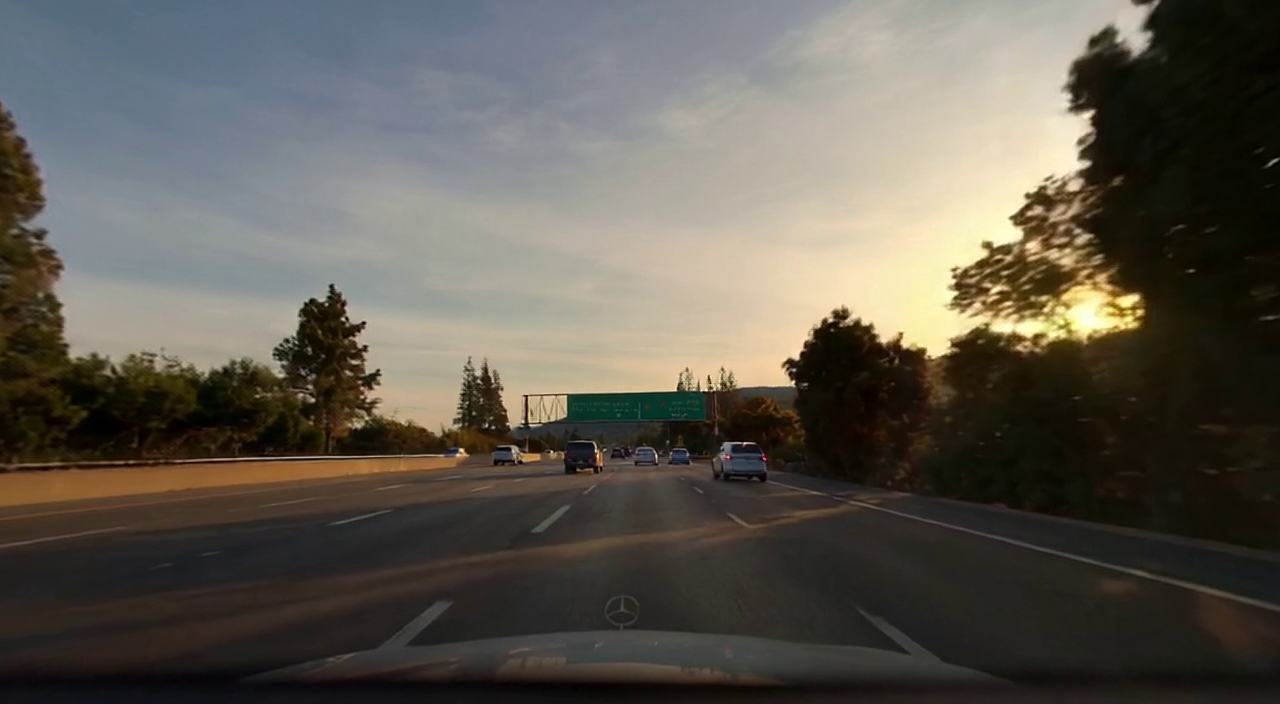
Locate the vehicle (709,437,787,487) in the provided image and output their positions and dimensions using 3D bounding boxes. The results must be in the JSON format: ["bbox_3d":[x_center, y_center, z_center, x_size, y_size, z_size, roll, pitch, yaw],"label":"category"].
[{"bbox_3d":[4.127,4.314,25.020,2.218,1.776,4.807,0,-9,0],"label":"vehicle"}]

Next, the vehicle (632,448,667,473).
[{"bbox_3d":[0.604,6.975,40.789,2.126,1.529,4.438,0,-9,1],"label":"vehicle"}]

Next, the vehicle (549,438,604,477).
[{"bbox_3d":[-3.343,5.696,34.255,2.449,1.929,5.503,0,-9,-1],"label":"vehicle"}]
